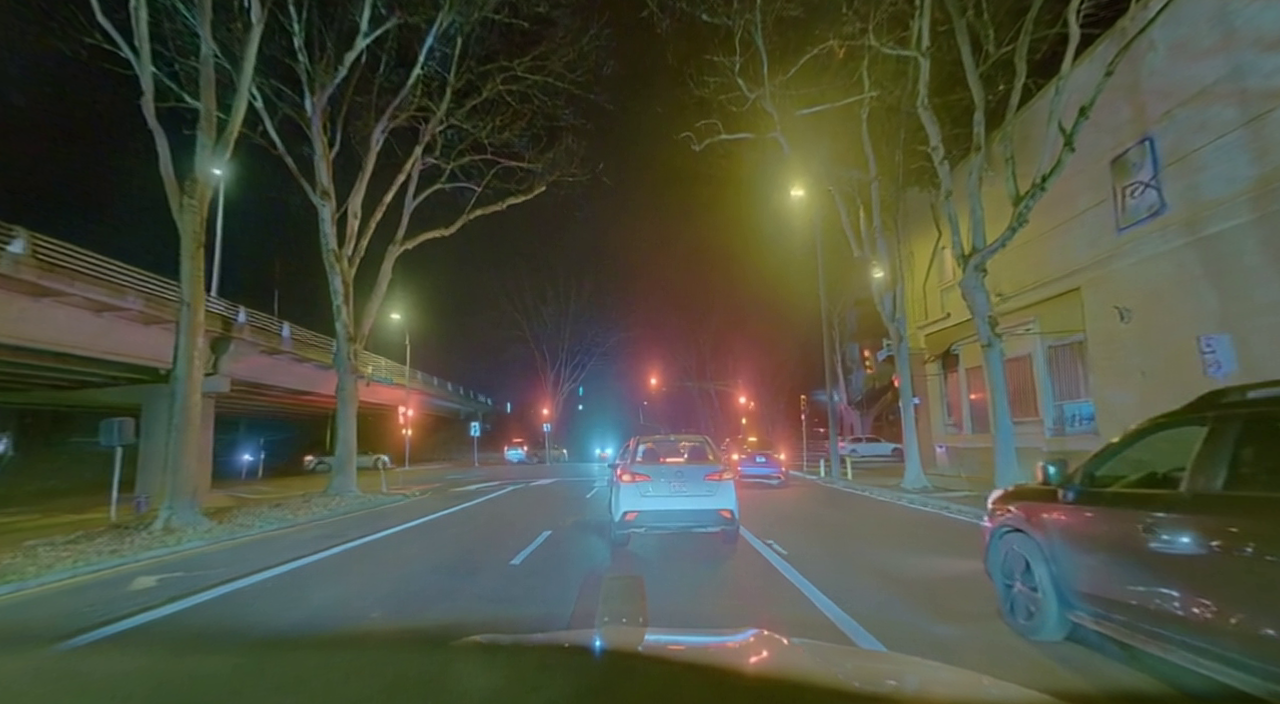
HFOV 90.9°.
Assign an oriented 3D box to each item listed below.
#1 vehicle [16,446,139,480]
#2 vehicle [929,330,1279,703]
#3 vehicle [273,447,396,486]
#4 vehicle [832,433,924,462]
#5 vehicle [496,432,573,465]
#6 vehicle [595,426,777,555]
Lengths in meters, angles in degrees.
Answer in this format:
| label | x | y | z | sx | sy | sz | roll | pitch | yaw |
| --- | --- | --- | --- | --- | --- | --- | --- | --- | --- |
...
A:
| label | x | y | z | sx | sy | sz | roll | pitch | yaw |
| --- | --- | --- | --- | --- | --- | --- | --- | --- | --- |
| vehicle | -29.277 | 5.749 | 32.909 | 4.474 | 1.673 | 2.010 | 0 | -8 | 1 |
| vehicle | 3.540 | 0.916 | 3.174 | 2.062 | 1.781 | 4.488 | 0 | -8 | 1 |
| vehicle | -12.806 | 4.768 | 26.727 | 1.873 | 1.462 | 4.283 | -5 | -10 | 31 |
| vehicle | 13.099 | 5.263 | 34.787 | 4.302 | 1.543 | 1.860 | 1 | -8 | -10 |
| vehicle | -6.501 | 6.068 | 39.777 | 2.322 | 1.916 | 5.640 | -3 | -9 | 19 |
| vehicle | 0.551 | 1.911 | 9.442 | 2.101 | 1.467 | 4.210 | 0 | -8 | 1 |
